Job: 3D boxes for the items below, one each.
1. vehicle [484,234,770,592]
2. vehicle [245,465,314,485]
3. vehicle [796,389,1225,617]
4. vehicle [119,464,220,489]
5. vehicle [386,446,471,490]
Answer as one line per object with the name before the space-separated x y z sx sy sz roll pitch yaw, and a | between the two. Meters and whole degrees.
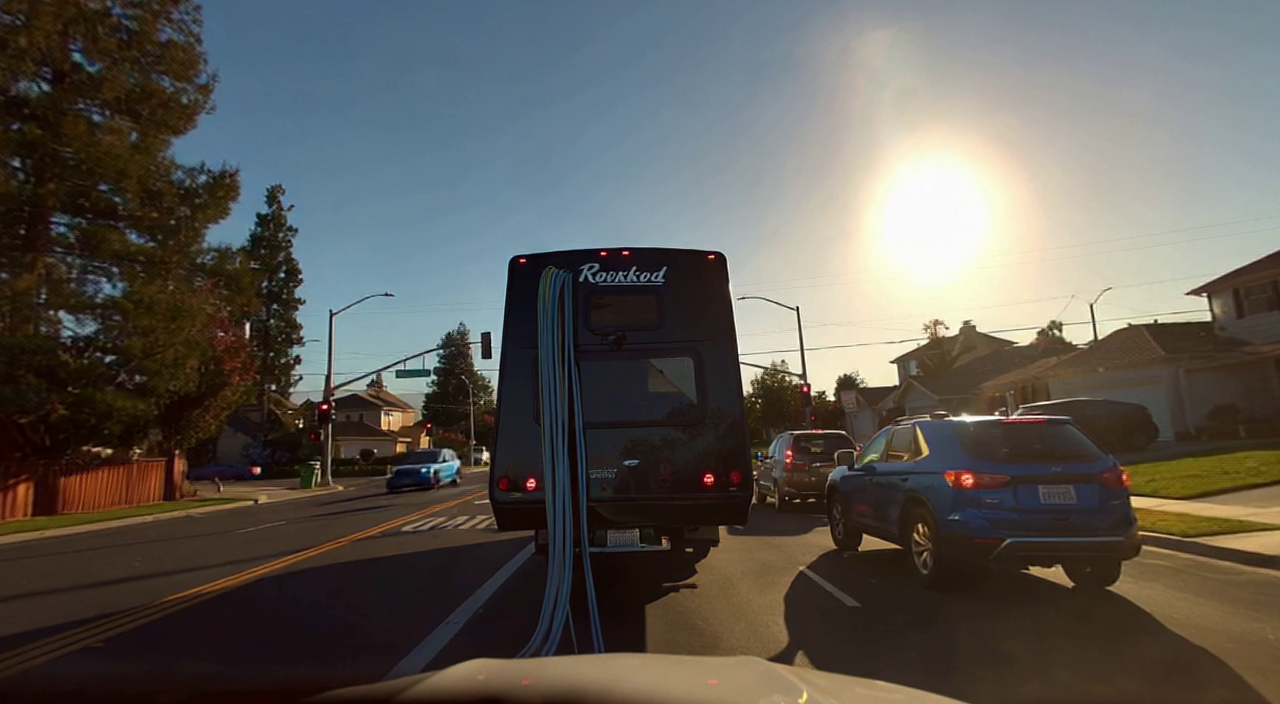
vehicle | -0.117 1.141 10.307 2.709 3.511 8.213 0 -9 0
vehicle | -27.420 9.364 48.133 4.187 1.445 1.809 0 -9 0
vehicle | 3.406 1.490 7.133 2.104 1.735 4.408 0 -9 0
vehicle | -30.938 8.189 41.667 4.954 1.506 2.014 0 -9 -3
vehicle | -8.984 4.914 27.240 2.110 1.713 4.449 0 -9 0
